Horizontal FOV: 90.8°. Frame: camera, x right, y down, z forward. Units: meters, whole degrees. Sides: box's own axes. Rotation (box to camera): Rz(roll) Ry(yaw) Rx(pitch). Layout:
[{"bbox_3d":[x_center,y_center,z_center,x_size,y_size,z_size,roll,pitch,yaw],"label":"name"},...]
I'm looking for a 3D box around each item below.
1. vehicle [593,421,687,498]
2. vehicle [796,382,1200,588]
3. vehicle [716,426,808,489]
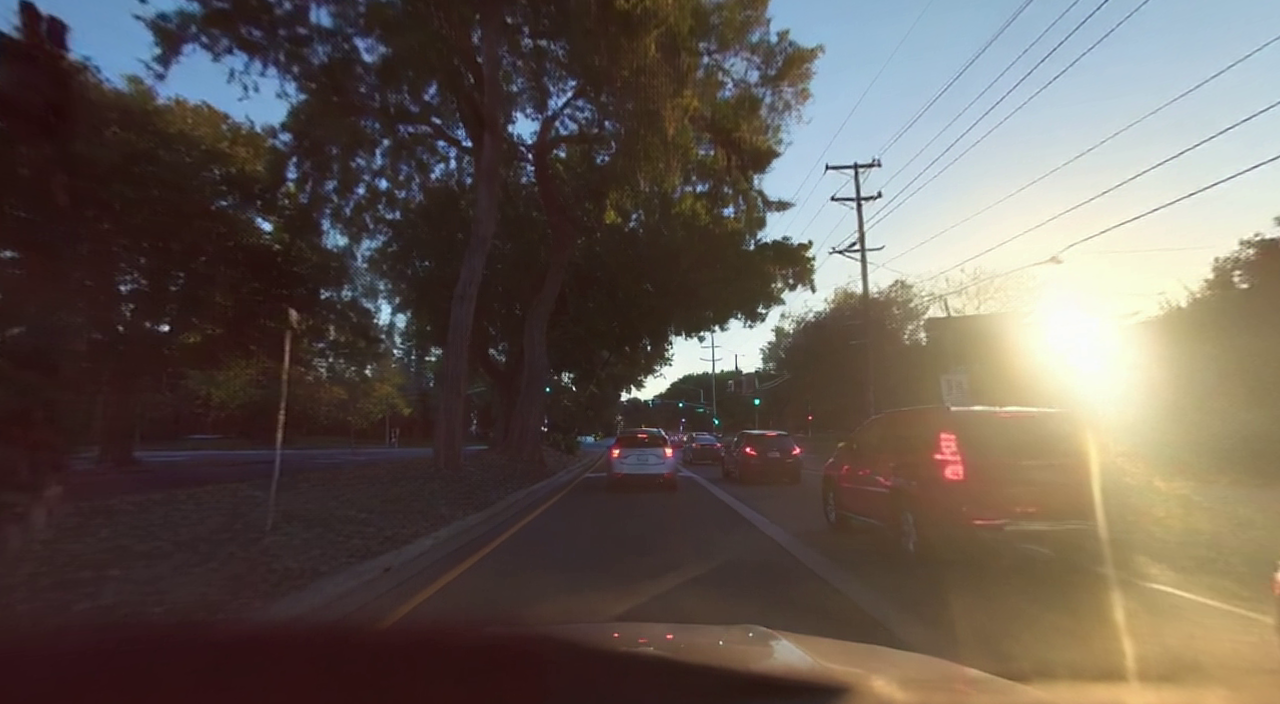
[{"bbox_3d":[-0.029,2.762,16.607,2.163,1.746,4.073,0,-8,-1],"label":"vehicle"},{"bbox_3d":[3.864,1.549,8.242,2.254,1.840,4.918,0,-8,-1],"label":"vehicle"},{"bbox_3d":[3.500,3.102,18.793,1.923,1.653,3.703,0,-8,-1],"label":"vehicle"}]
